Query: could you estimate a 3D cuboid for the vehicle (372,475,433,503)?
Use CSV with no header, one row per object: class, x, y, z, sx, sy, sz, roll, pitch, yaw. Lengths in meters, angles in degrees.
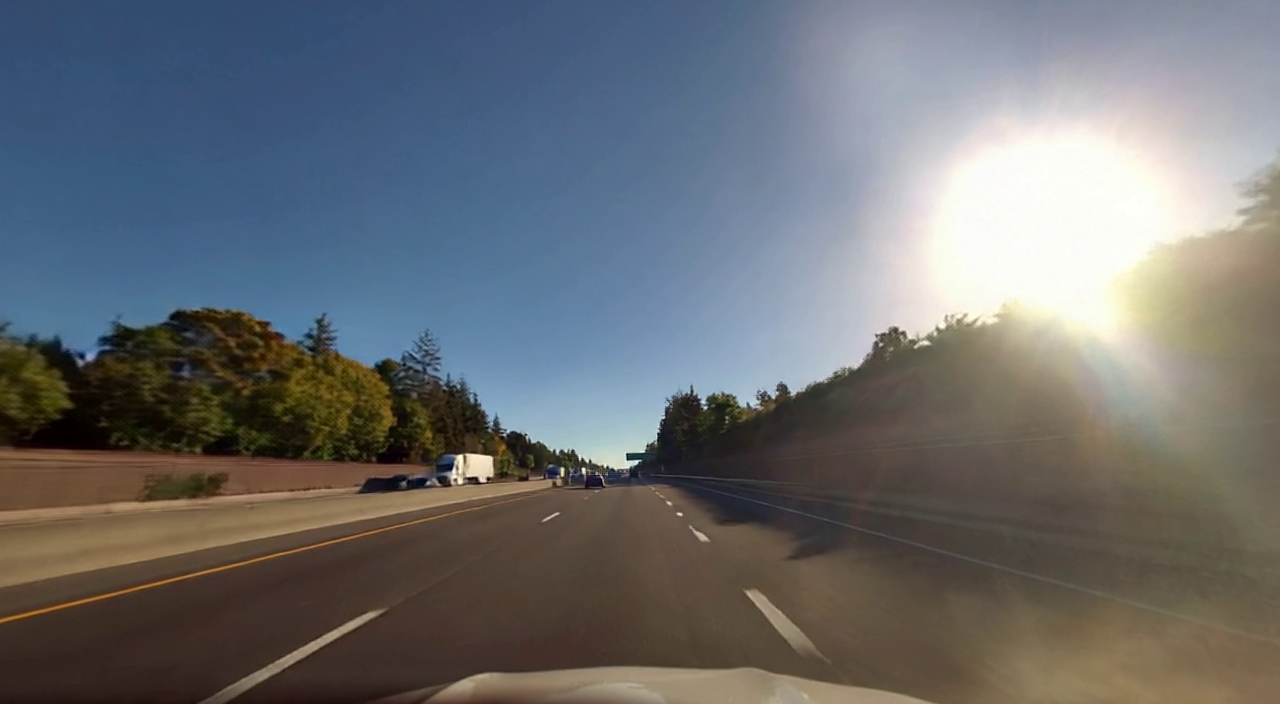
vehicle,-14.032,8.093,37.491,1.938,1.462,4.306,1,-11,0
